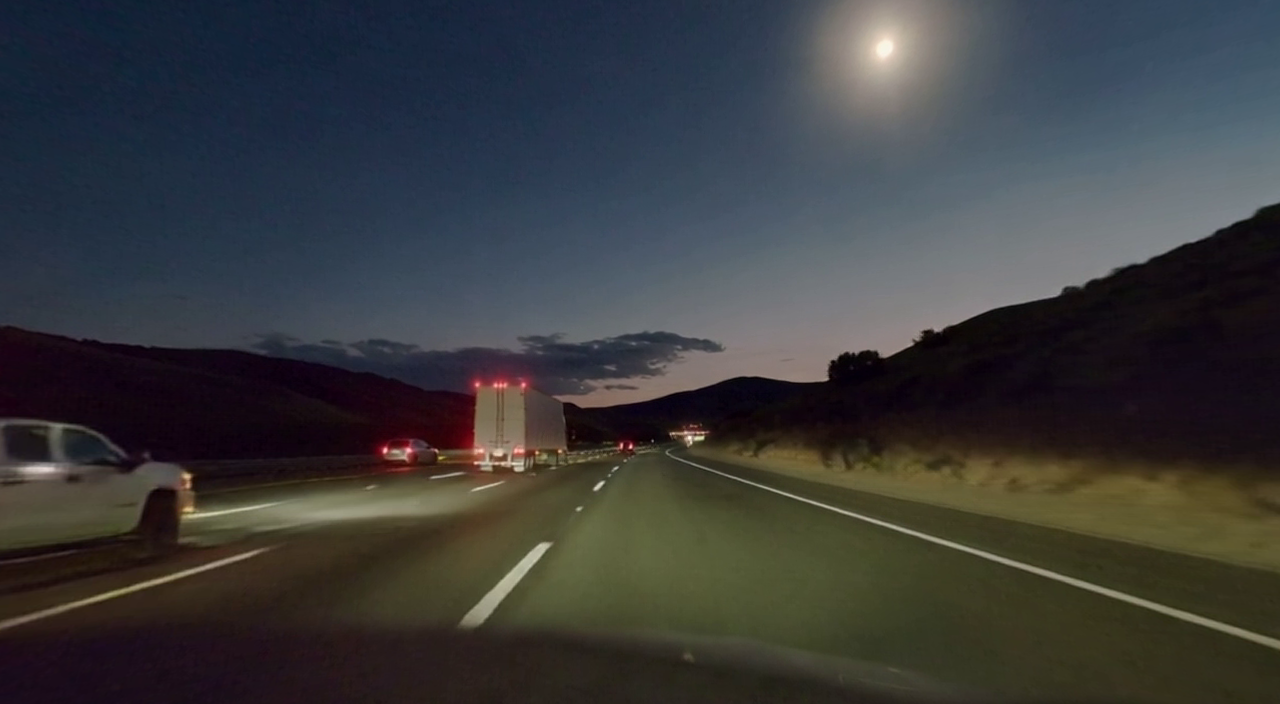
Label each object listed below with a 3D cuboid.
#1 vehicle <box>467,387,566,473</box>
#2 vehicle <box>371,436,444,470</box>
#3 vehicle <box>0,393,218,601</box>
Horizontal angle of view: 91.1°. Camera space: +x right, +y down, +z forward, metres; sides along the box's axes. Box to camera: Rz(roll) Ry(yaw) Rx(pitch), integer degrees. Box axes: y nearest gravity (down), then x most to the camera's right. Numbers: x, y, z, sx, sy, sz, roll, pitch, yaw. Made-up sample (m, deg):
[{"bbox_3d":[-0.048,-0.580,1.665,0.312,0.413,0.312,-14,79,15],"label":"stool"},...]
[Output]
[{"bbox_3d":[-6.289,4.365,34.190,2.981,3.860,11.022,0,-8,1],"label":"vehicle"},{"bbox_3d":[-13.699,5.952,37.362,2.130,1.828,5.523,0,-8,1],"label":"vehicle"},{"bbox_3d":[-6.442,1.278,5.711,2.099,1.734,4.413,0,-8,0],"label":"vehicle"}]
